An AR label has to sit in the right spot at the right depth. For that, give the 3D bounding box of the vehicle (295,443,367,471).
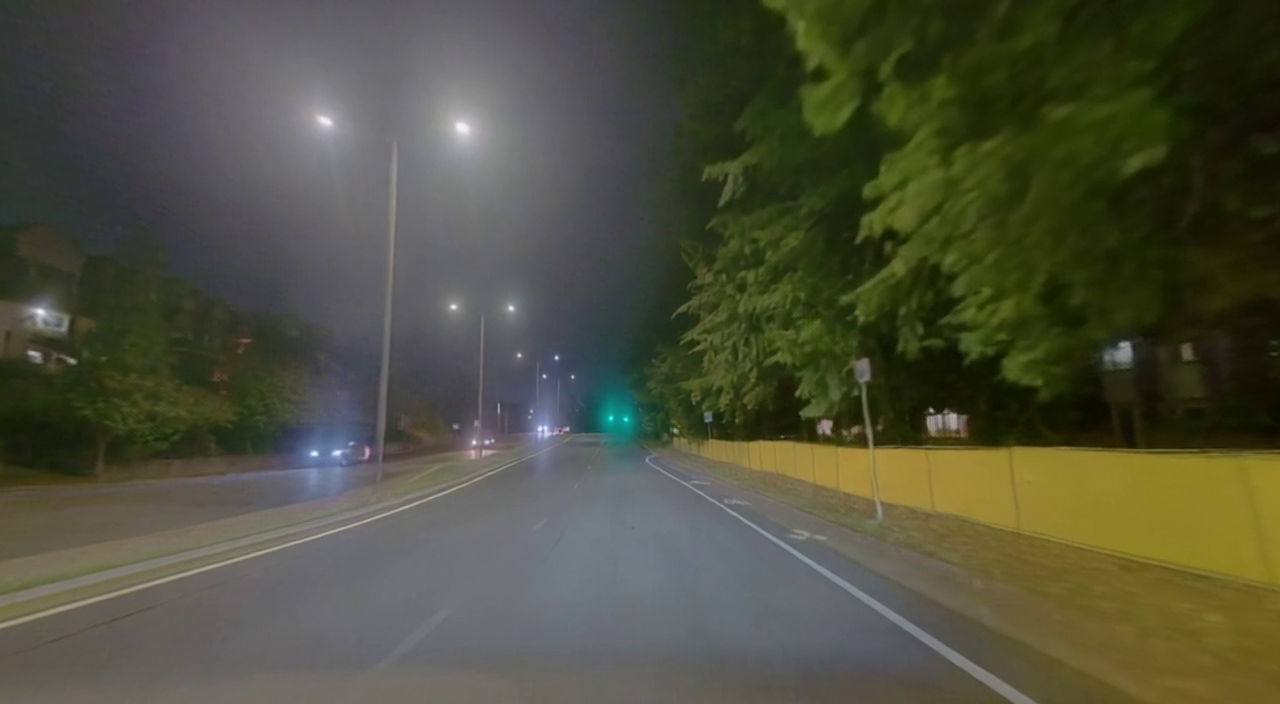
[{"bbox_3d":[-17.988,6.117,37.050,1.892,1.521,4.641,0,-9,-1],"label":"vehicle"}]
